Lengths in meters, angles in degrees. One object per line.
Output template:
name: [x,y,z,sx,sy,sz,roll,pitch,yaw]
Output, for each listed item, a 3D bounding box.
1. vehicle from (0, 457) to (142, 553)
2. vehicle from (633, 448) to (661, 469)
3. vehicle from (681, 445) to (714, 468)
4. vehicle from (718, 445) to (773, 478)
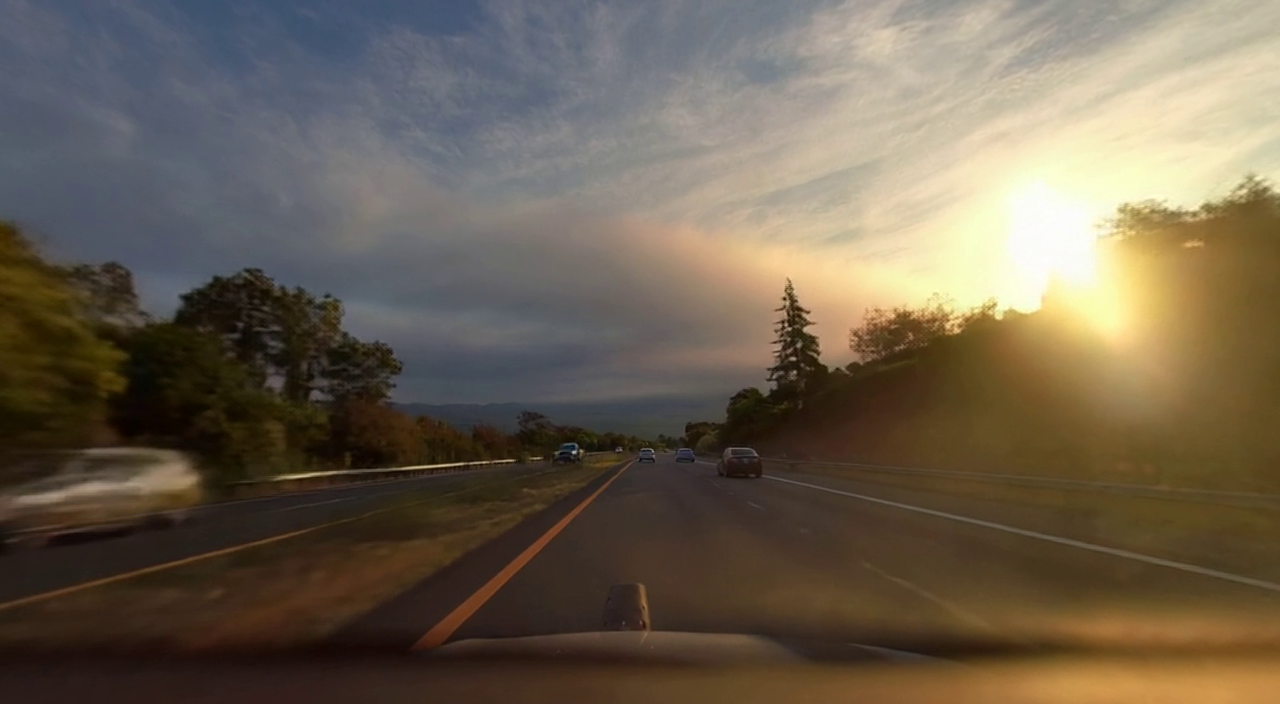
vehicle: [-12.188,2.858,11.977,1.952,1.629,4.189,0,-9,0]
vehicle: [0.485,7.958,47.246,1.991,1.459,3.769,0,-9,0]
vehicle: [4.370,8.051,48.561,2.122,1.662,4.392,0,-9,0]
vehicle: [5.050,5.310,30.753,1.964,1.513,3.707,0,-9,-1]
